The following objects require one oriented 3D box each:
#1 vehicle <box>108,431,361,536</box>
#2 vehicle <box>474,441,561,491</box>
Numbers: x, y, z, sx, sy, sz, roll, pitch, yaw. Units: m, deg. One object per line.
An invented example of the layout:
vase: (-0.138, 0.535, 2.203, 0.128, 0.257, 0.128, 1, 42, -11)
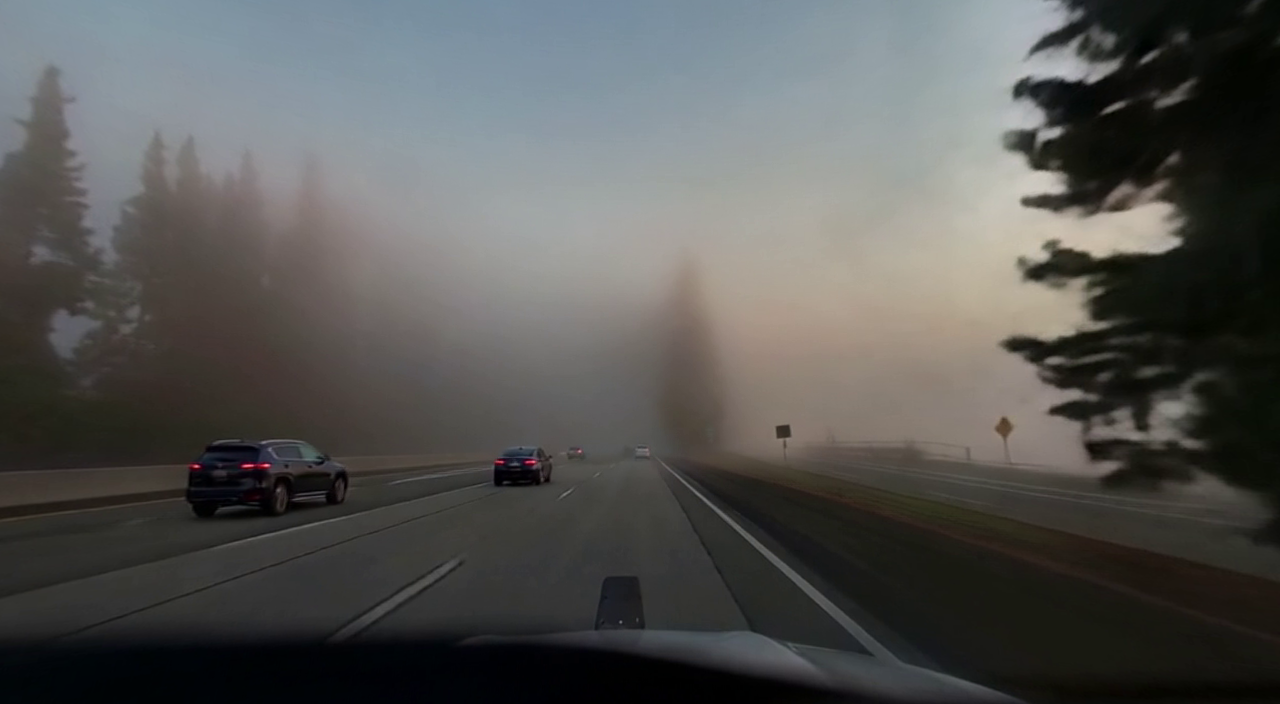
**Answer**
vehicle: (-7.311, 2.380, 12.012, 2.007, 1.616, 4.141, 0, -9, 1)
vehicle: (-4.184, 3.979, 22.331, 2.104, 1.558, 4.639, 0, -9, 1)
